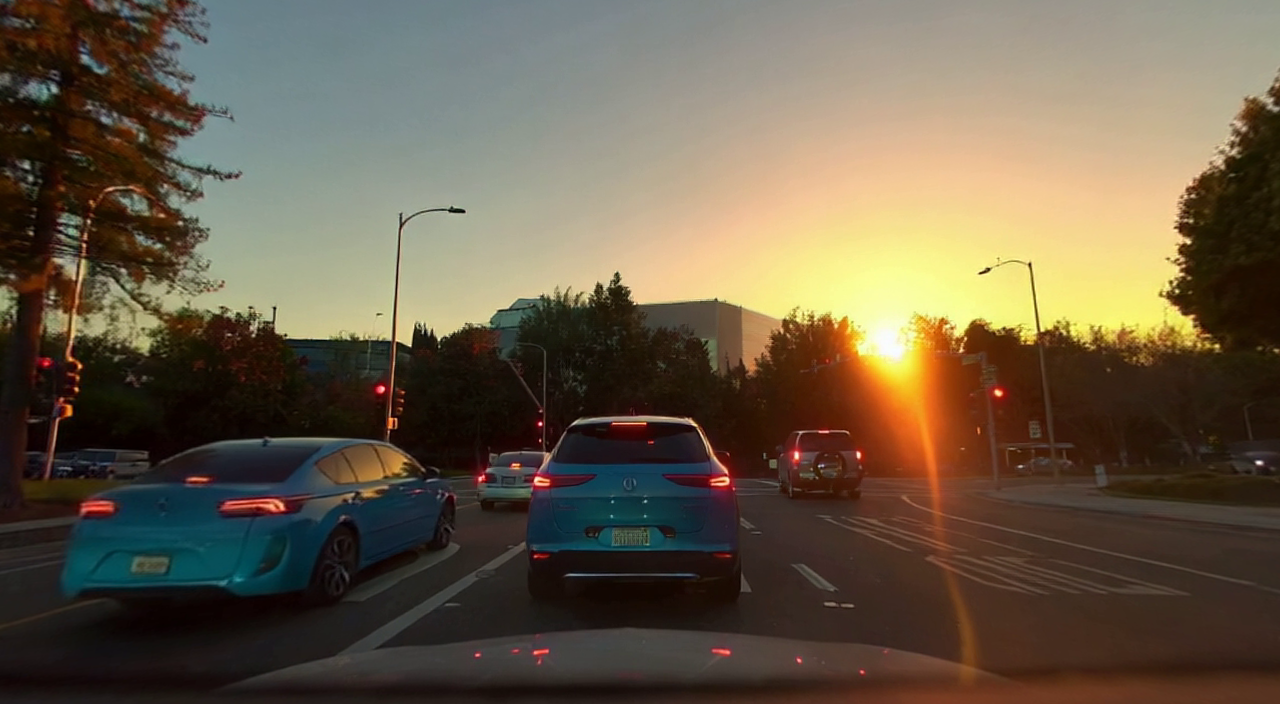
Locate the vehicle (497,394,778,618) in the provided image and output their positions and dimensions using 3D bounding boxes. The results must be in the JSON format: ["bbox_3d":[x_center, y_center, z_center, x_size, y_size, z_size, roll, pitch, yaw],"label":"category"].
[{"bbox_3d":[-0.033,1.525,7.178,2.203,1.757,4.286,0,-8,0],"label":"vehicle"}]

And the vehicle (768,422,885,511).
[{"bbox_3d":[4.813,2.994,16.922,2.084,2.053,4.073,-1,-8,4],"label":"vehicle"}]

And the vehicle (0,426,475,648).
[{"bbox_3d":[-3.297,1.554,6.451,1.913,1.453,4.413,0,-8,2],"label":"vehicle"}]
